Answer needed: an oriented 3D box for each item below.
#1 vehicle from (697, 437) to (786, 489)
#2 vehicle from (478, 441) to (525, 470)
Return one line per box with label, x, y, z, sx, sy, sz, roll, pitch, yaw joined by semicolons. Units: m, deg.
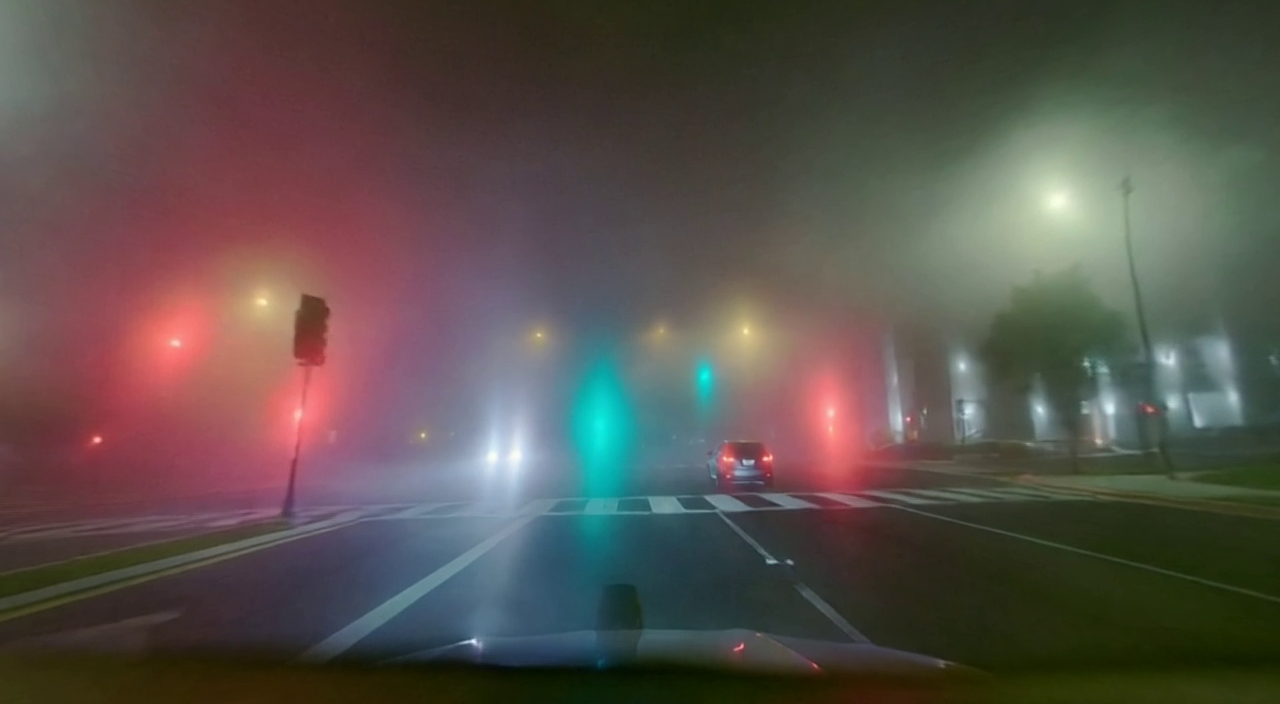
vehicle;3.044;3.443;19.916;1.964;1.448;4.295;0;-8;-2
vehicle;-8.849;6.631;40.724;2.010;1.718;4.443;0;-8;1
